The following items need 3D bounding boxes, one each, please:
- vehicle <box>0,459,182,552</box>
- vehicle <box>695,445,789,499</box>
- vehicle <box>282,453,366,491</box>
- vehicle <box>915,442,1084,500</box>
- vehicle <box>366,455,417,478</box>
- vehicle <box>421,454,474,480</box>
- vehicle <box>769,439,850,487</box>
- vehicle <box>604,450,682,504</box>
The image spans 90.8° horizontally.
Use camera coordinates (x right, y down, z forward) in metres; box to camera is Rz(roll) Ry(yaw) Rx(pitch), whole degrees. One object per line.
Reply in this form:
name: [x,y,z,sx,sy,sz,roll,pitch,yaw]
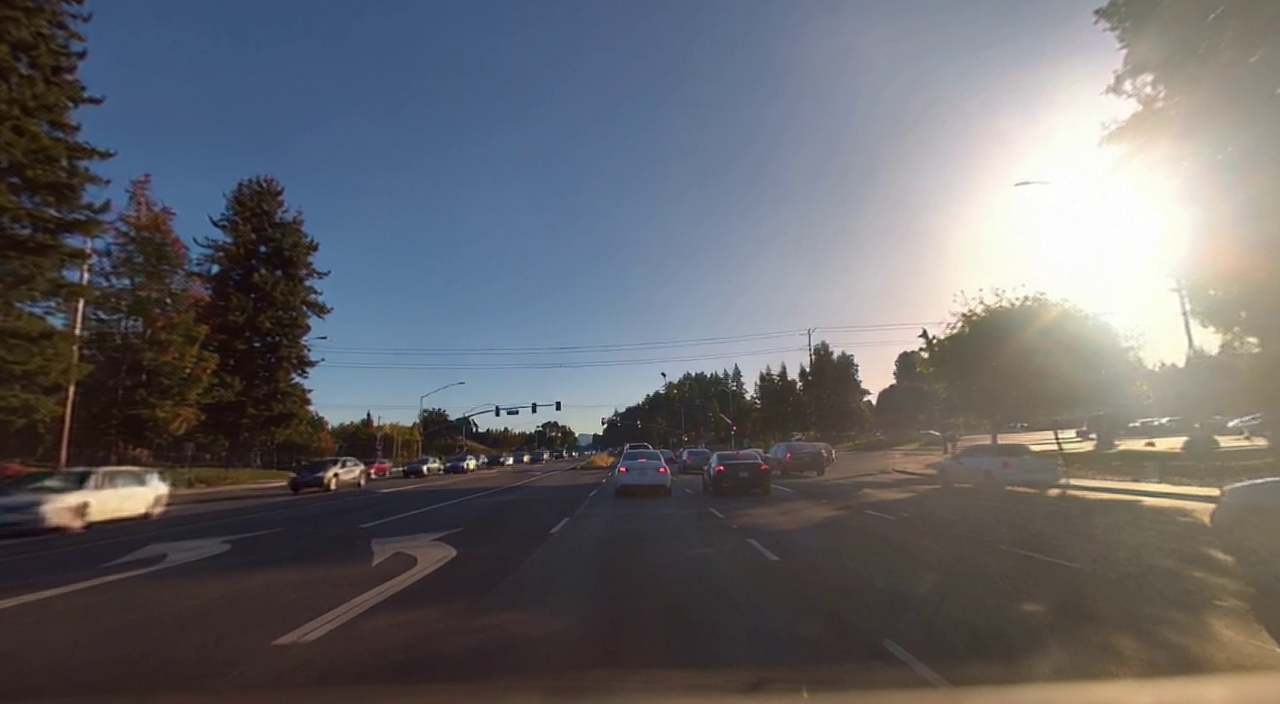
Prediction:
vehicle: [-11.993,2.974,12.825,2.002,1.500,4.536,0,-9,-1]
vehicle: [3.027,3.675,19.897,1.970,1.445,4.974,0,-9,-2]
vehicle: [-15.841,6.006,31.978,1.908,1.703,4.547,0,-9,0]
vehicle: [10.370,3.444,18.824,1.890,1.488,5.113,0,-9,-2]
vehicle: [-19.204,8.854,49.032,1.992,1.607,4.965,0,-9,0]
vehicle: [-12.162,7.249,40.182,1.896,1.484,4.473,0,-9,1]
vehicle: [6.408,4.232,24.402,1.931,1.685,4.054,0,-9,-1]
vehicle: [0.029,3.504,18.202,1.990,1.347,4.067,0,-9,-2]
